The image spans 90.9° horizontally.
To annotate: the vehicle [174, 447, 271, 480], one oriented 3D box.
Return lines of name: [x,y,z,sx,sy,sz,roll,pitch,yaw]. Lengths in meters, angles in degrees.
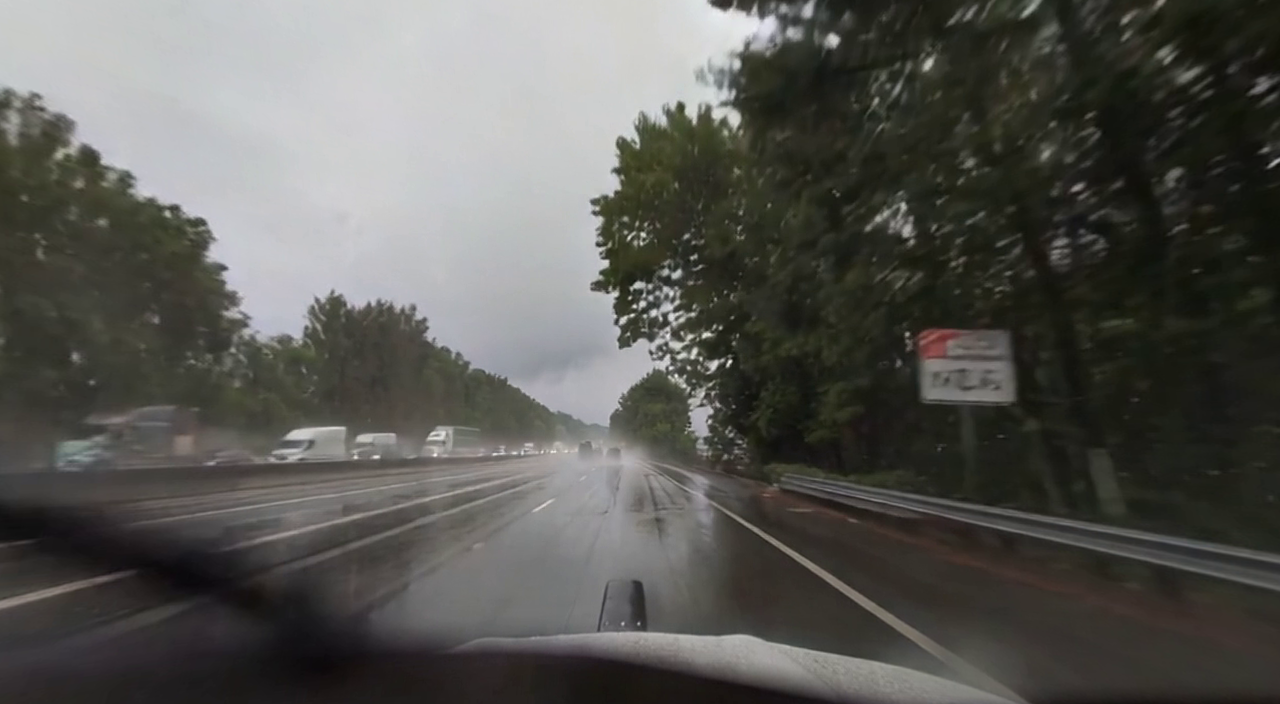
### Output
vehicle: [-21.013,5.625,31.992,1.949,1.539,4.422,0,-9,-1]

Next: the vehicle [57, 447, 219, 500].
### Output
vehicle: [-16.183,3.913,20.672,1.842,1.521,4.264,0,-9,-1]

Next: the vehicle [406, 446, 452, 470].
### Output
vehicle: [-15.861,7.988,47.595,1.953,1.662,4.536,0,-9,0]

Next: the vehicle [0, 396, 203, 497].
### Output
vehicle: [-20.860,3.644,24.754,2.624,3.302,6.257,3,-8,1]

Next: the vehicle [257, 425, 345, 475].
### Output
vehicle: [-20.911,6.112,39.266,2.249,2.817,5.913,0,-9,-1]

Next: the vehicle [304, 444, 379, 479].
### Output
vehicle: [-16.099,5.908,34.253,1.962,1.714,4.445,-1,-9,-1]
